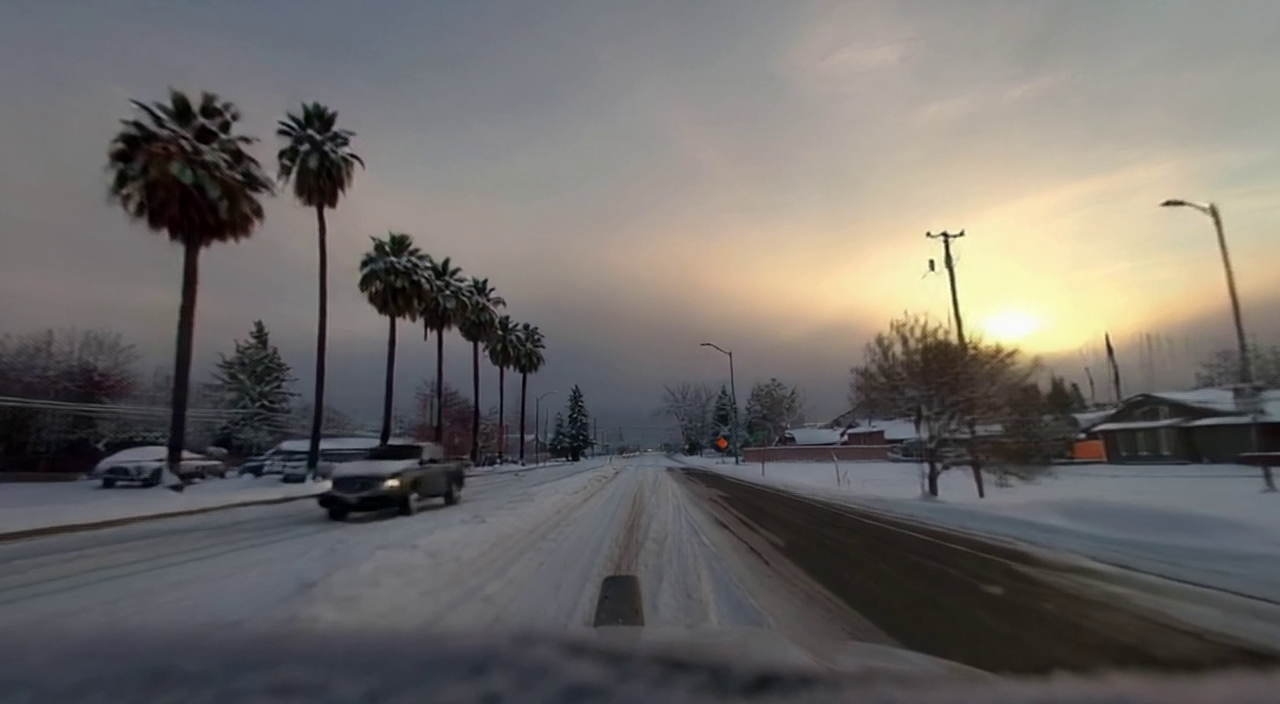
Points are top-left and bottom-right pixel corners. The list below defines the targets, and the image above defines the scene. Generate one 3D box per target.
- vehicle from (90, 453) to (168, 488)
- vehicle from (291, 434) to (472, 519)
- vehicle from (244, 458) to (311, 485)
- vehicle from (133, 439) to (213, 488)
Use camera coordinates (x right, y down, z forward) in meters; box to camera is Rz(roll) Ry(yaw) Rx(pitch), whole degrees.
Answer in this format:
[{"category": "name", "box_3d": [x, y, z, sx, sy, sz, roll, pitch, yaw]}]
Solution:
[{"category": "vehicle", "box_3d": [-29.350, 6.809, 36.238, 4.687, 1.649, 1.993, -8, -6, 30]}, {"category": "vehicle", "box_3d": [-6.361, 3.128, 16.602, 2.139, 1.794, 5.925, 0, -9, 1]}, {"category": "vehicle", "box_3d": [-25.913, 8.527, 45.109, 4.546, 1.479, 2.103, -10, -10, 28]}, {"category": "vehicle", "box_3d": [-31.529, 7.389, 42.565, 3.668, 2.687, 5.473, 1, -6, -43]}]
